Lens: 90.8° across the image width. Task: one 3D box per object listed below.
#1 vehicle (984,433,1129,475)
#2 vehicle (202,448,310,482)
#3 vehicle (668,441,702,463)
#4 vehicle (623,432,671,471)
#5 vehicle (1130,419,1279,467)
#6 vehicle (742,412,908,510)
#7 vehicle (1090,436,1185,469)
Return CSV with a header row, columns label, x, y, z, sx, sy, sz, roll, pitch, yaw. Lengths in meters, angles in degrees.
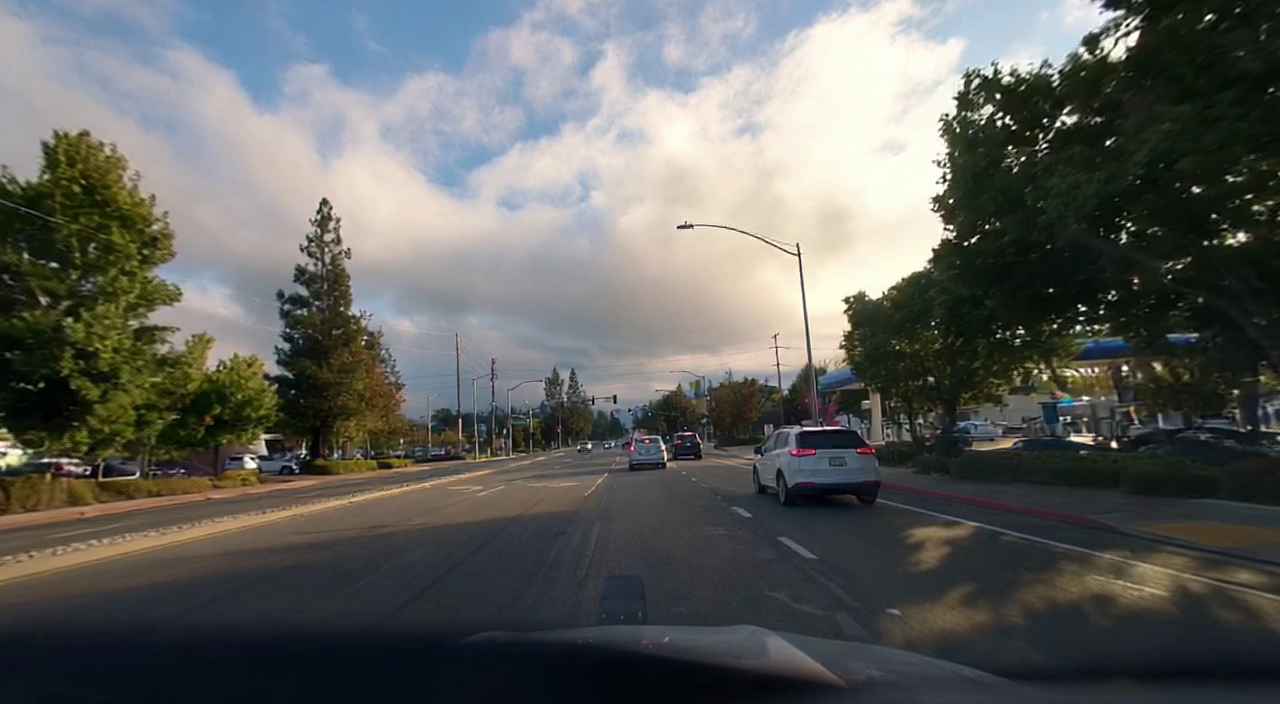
label,x,y,z,sx,sy,sz,roll,pitch,yaw
vehicle,15.694,3.849,23.971,4.165,1.517,1.795,0,-8,0
vehicle,-24.321,7.133,40.270,2.100,1.937,5.517,-4,-9,26
vehicle,2.884,6.497,41.162,1.822,1.331,3.583,0,-8,-2
vehicle,0.264,4.781,30.425,2.164,1.718,3.881,0,-8,-1
vehicle,25.099,4.077,28.242,2.272,1.731,5.051,-6,-9,0
vehicle,3.816,2.374,14.195,2.116,1.791,5.006,0,-8,-1
vehicle,22.310,4.525,28.480,1.498,1.323,3.303,-2,-9,-1
